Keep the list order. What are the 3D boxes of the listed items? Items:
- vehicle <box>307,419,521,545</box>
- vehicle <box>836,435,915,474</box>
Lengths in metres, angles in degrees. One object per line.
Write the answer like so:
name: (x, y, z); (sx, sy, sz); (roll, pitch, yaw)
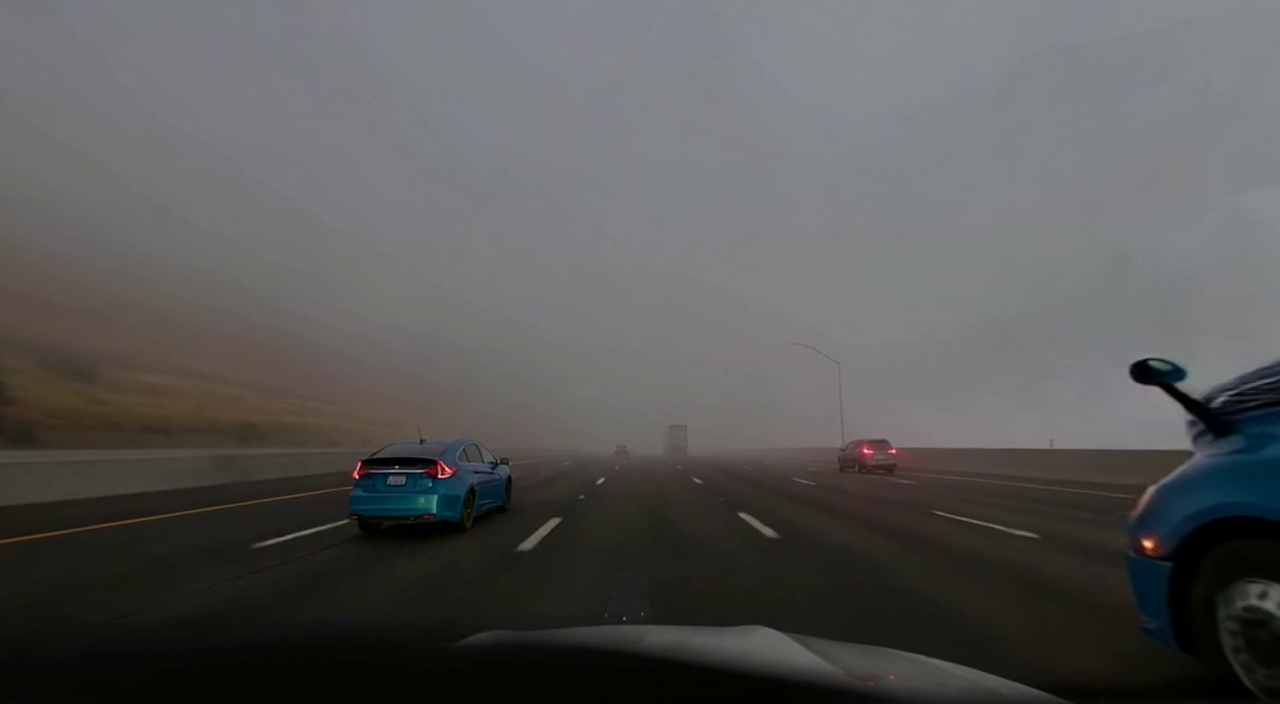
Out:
vehicle: (-3.297, 1.969, 10.112); (1.967, 1.615, 3.886); (0, -8, 0)
vehicle: (11.301, 4.960, 30.536); (2.062, 1.736, 4.589); (0, -8, 0)
